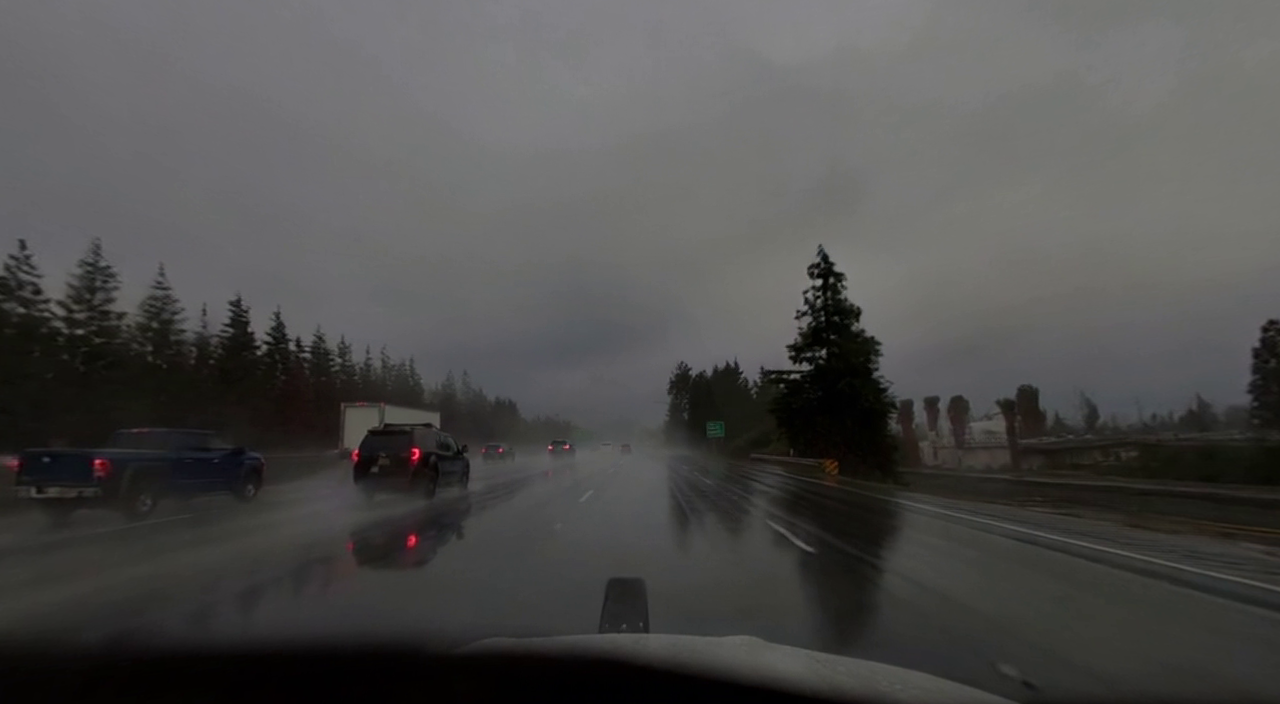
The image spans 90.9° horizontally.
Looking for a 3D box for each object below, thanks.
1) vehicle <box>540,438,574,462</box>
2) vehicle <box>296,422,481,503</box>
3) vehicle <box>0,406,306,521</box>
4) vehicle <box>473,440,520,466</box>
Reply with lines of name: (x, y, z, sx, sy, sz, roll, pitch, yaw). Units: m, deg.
vehicle: (-6.241, 7.408, 47.853, 2.009, 1.735, 4.358, 0, -8, 0)
vehicle: (-6.350, 2.877, 17.115, 2.403, 1.773, 6.276, 0, -8, 0)
vehicle: (-10.246, 2.310, 13.764, 2.576, 1.922, 6.067, 0, -8, 0)
vehicle: (-9.740, 6.832, 43.094, 2.060, 1.662, 4.469, -1, -8, 2)
